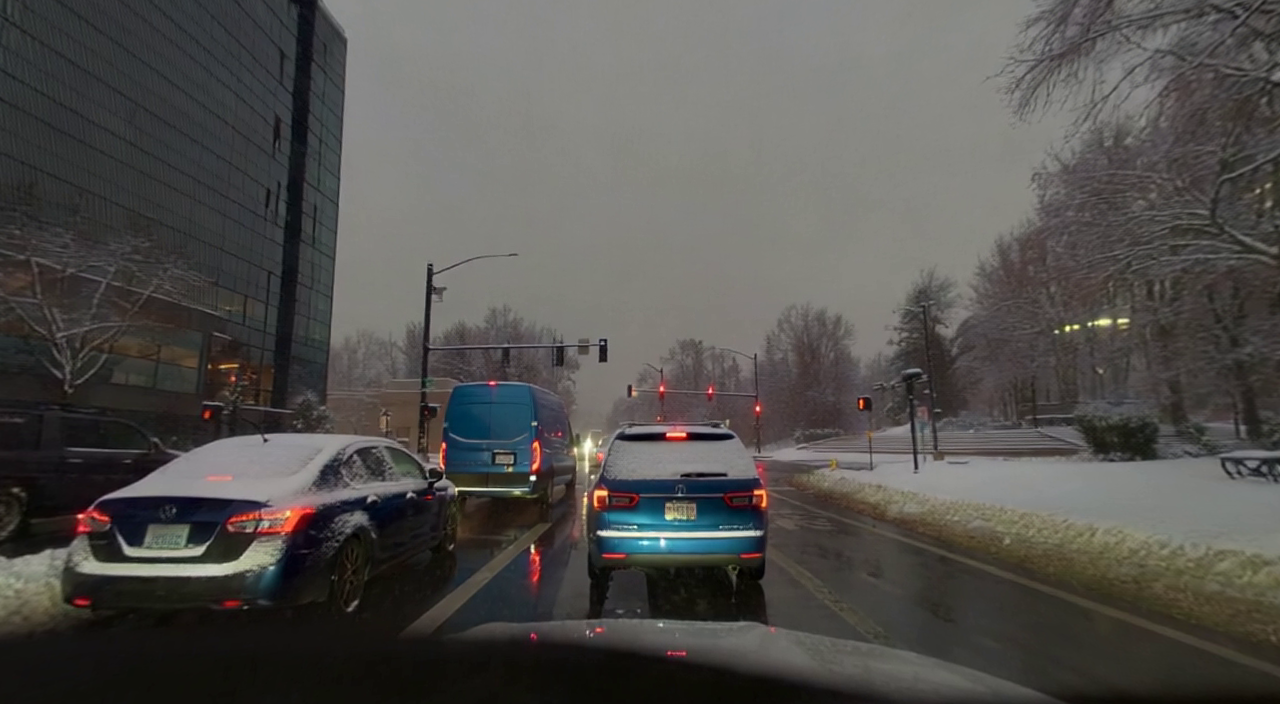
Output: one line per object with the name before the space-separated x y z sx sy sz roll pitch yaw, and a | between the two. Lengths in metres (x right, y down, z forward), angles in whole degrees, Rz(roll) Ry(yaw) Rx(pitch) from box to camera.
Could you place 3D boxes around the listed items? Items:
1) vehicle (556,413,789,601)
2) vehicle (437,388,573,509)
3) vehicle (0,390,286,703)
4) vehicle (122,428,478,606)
vehicle | 0.197 1.601 7.213 1.979 1.562 3.630 0 -9 -3
vehicle | -3.249 2.543 16.590 2.343 2.635 5.684 0 -9 0
vehicle | -2.900 0.816 1.526 1.893 1.491 3.798 0 -9 -1
vehicle | -3.485 1.755 7.579 1.955 1.499 4.223 0 -9 0
